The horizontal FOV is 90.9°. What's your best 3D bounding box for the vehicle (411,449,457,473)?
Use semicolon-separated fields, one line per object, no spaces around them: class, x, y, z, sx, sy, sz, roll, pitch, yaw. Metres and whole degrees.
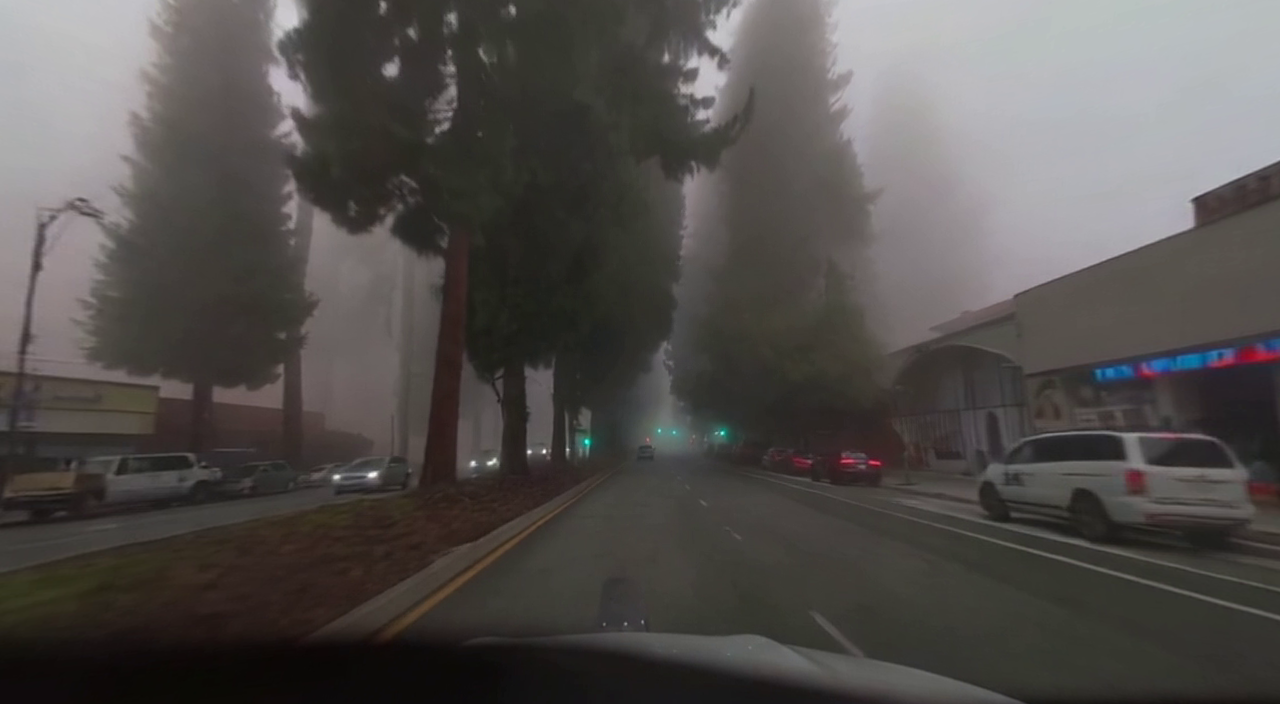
vehicle;-15.436;8.155;47.469;1.876;1.605;4.544;0;-8;1

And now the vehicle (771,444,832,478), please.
vehicle;7.606;5.143;30.103;1.881;1.443;4.576;0;-8;2

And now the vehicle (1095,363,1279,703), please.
vehicle;2.761;0.582;0.343;1.989;1.498;4.050;0;-8;0

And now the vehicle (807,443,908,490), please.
vehicle;7.397;3.923;21.989;1.874;1.438;4.466;0;-8;-1

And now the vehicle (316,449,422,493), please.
vehicle;-10.261;4.506;24.317;1.890;1.482;4.411;-1;-8;4

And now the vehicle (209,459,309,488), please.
vehicle;-20.721;6.603;34.355;4.336;1.441;1.813;-1;-8;6

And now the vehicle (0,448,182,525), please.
vehicle;-16.031;3.769;18.343;1.972;1.898;4.556;0;-8;0

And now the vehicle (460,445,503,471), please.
vehicle;-11.387;7.608;45.555;1.910;1.705;4.399;0;-8;1

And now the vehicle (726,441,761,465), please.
vehicle;7.848;7.622;47.933;1.891;1.711;4.173;0;-8;-1
